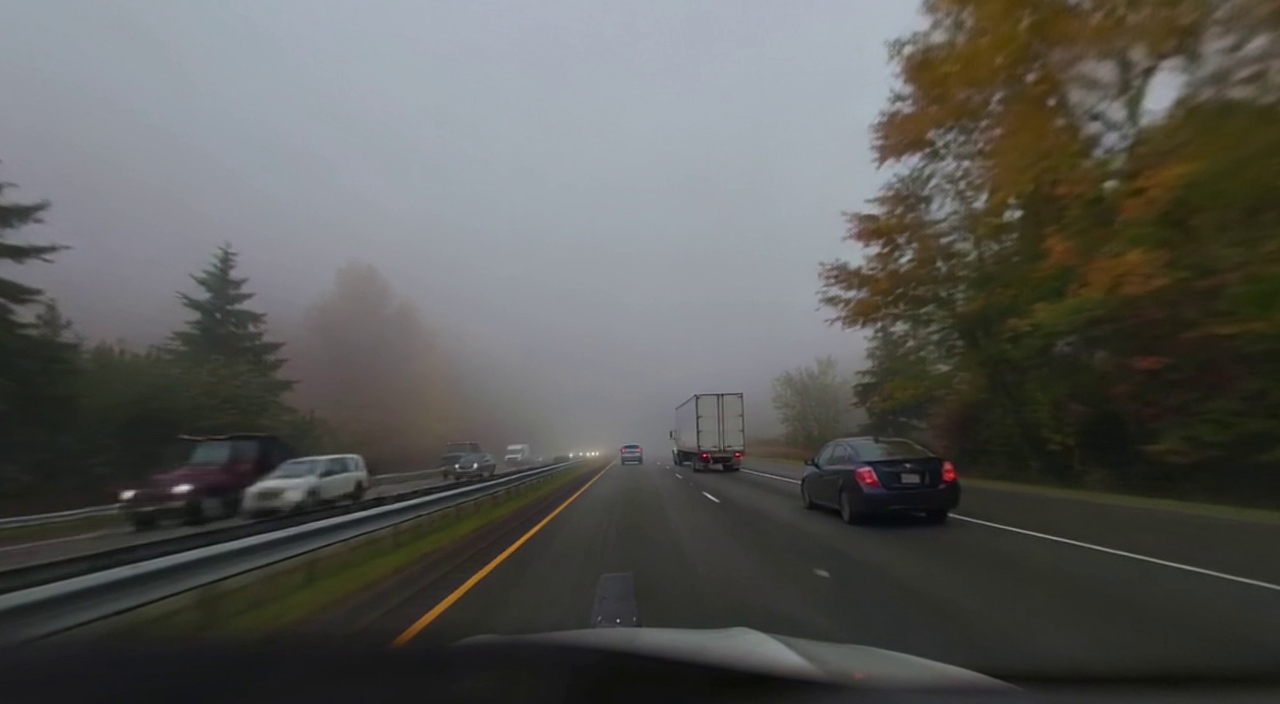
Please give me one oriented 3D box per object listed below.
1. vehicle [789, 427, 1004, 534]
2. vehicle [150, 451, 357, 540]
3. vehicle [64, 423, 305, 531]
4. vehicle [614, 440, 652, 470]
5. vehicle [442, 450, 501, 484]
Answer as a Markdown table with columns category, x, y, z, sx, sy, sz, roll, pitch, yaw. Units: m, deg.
| category | x | y | z | sx | sy | sz | roll | pitch | yaw |
| --- | --- | --- | --- | --- | --- | --- | --- | --- | --- |
| vehicle | 4.232 | 2.193 | 11.255 | 1.997 | 1.504 | 4.236 | -1 | -9 | -1 |
| vehicle | -8.305 | 3.056 | 14.067 | 1.943 | 1.634 | 4.240 | -1 | -9 | 0 |
| vehicle | -13.651 | 3.763 | 19.729 | 2.380 | 2.710 | 6.976 | -1 | -9 | -1 |
| vehicle | -0.431 | 6.352 | 38.778 | 2.168 | 1.705 | 4.272 | -1 | -9 | 0 |
| vehicle | -8.810 | 6.045 | 33.173 | 1.971 | 1.628 | 4.243 | -1 | -9 | 0 |
